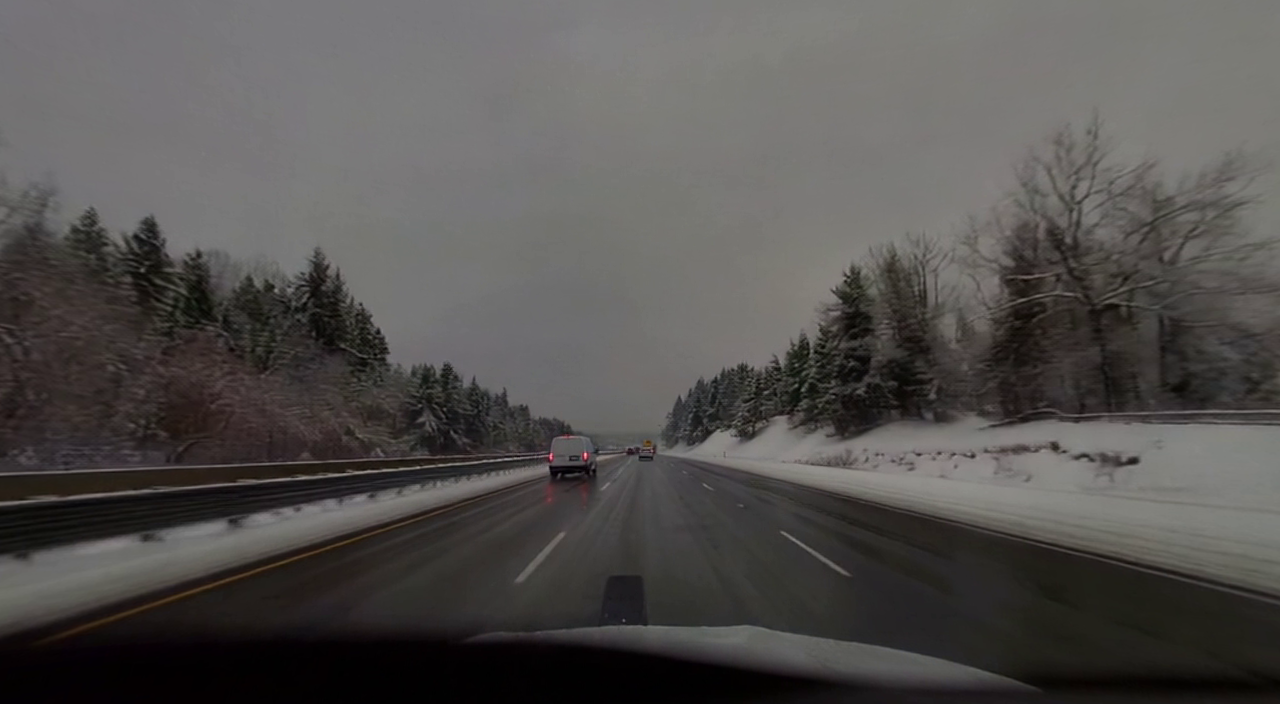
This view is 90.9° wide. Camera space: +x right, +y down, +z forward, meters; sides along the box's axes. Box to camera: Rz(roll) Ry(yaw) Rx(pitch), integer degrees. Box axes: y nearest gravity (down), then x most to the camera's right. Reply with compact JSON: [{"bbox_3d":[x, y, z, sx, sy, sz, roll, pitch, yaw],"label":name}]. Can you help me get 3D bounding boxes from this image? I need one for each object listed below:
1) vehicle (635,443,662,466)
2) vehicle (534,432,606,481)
[{"bbox_3d":[0.641,8.082,49.883,2.067,1.690,3.901,0,-9,-1],"label":"vehicle"},{"bbox_3d":[-2.968,4.656,28.295,2.572,1.927,5.803,0,-9,0],"label":"vehicle"}]
